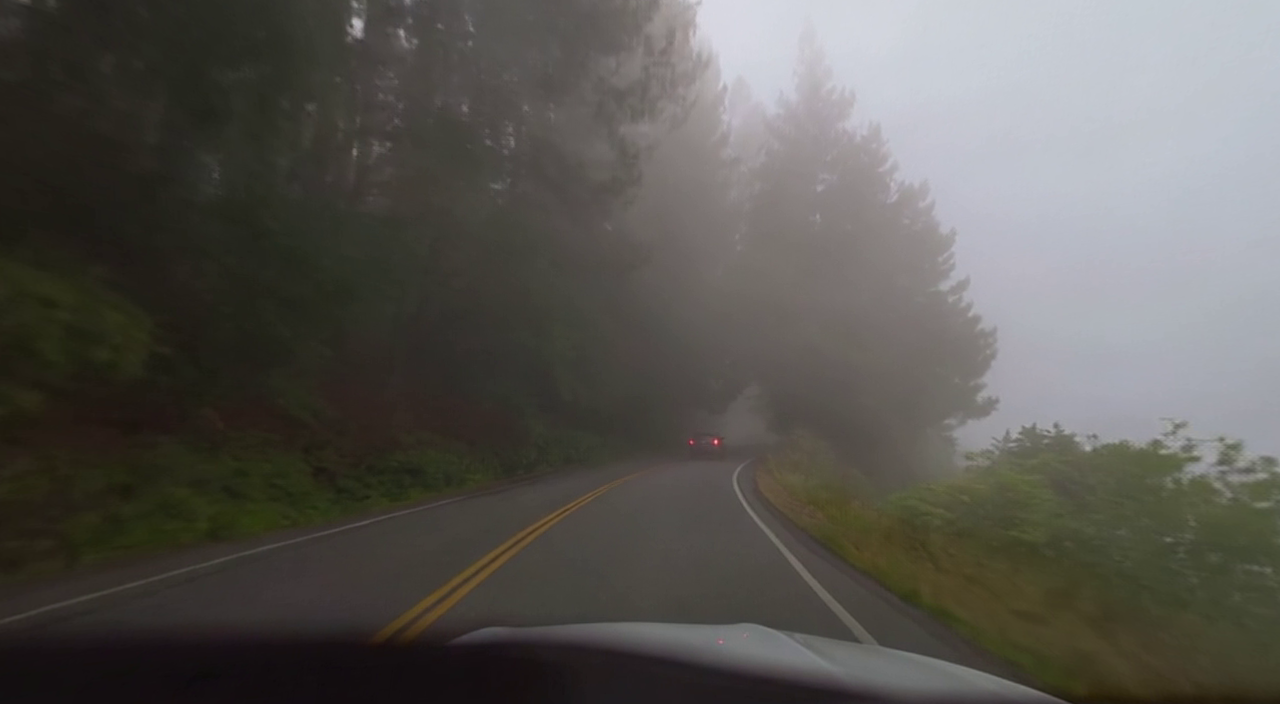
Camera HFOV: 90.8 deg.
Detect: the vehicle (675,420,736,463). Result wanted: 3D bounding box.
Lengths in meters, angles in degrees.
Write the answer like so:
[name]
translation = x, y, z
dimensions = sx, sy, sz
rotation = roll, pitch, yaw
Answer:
[vehicle]
translation = 3.425, 4.541, 31.947
dimensions = 2.469, 1.953, 5.605
rotation = -2, -9, 12
